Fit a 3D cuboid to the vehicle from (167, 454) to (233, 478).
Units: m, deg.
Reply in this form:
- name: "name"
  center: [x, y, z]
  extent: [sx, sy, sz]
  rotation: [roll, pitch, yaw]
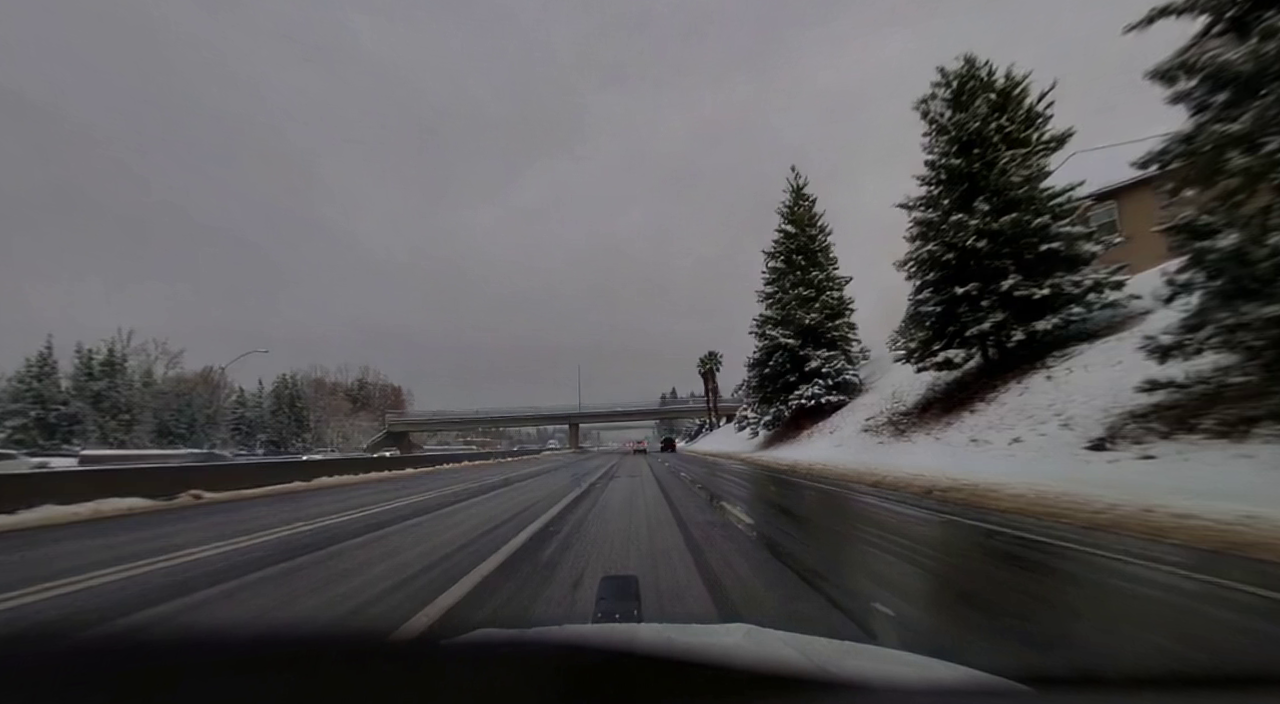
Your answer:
- name: "vehicle"
  center: [-33.807, 8.746, 48.693]
  extent: [1.839, 1.615, 4.492]
  rotation: [0, -8, -1]
